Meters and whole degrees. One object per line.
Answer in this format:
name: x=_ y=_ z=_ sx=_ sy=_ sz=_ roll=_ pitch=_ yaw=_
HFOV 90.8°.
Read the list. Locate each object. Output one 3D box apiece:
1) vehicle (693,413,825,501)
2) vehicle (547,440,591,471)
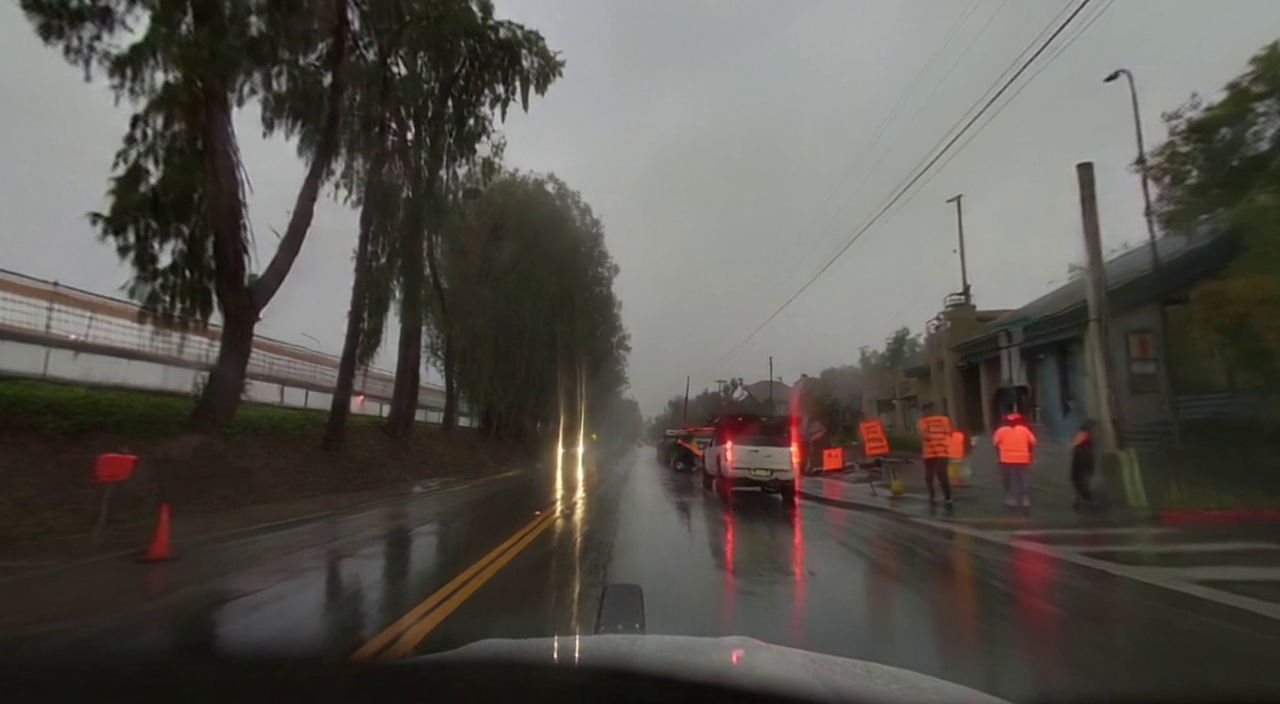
vehicle: x=3.146 y=3.003 z=18.488 sx=2.759 sy=2.114 sz=6.152 roll=0 pitch=-8 yaw=1
vehicle: x=-4.078 y=6.023 z=36.955 sx=2.078 sy=1.716 sz=4.367 roll=0 pitch=-8 yaw=0
